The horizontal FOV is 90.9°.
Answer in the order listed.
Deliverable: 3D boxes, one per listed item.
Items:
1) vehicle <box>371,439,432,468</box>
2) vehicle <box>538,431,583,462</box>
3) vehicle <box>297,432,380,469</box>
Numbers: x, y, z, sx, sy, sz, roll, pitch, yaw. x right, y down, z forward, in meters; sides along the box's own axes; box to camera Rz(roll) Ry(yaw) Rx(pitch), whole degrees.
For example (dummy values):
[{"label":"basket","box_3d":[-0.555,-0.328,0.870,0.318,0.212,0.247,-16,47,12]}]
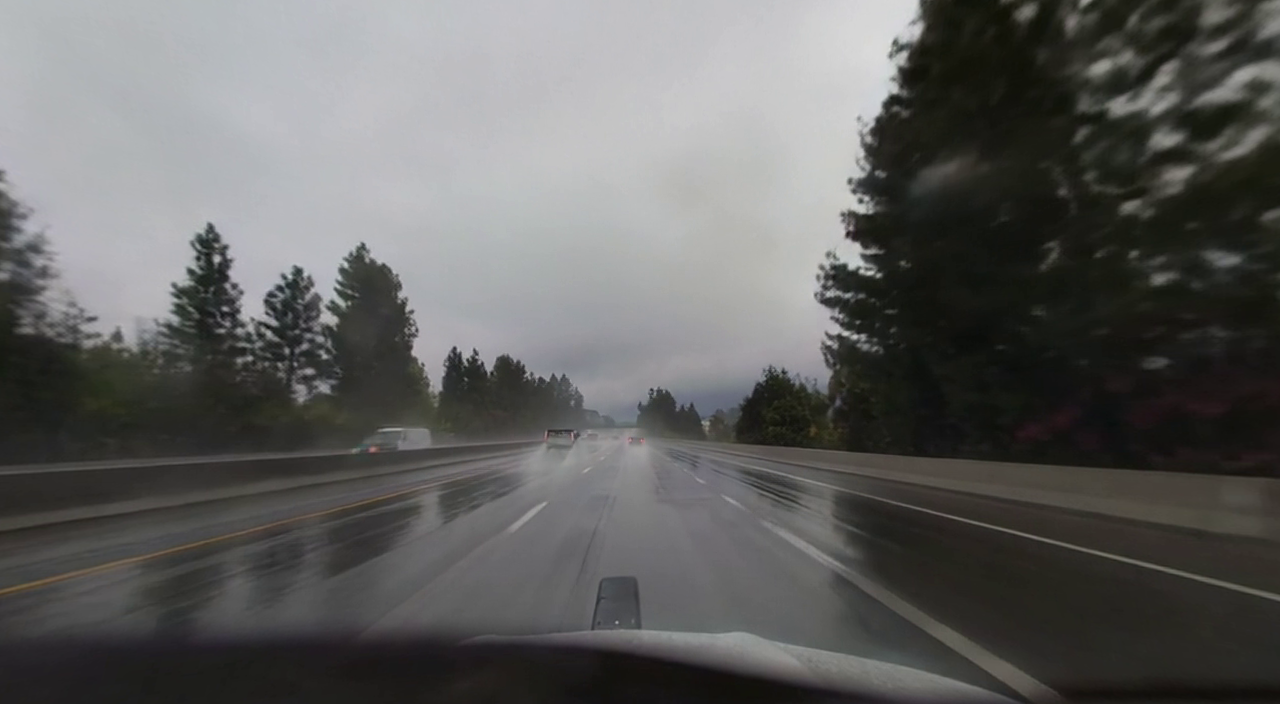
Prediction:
[{"label":"vehicle","box_3d":[-12.436,5.302,33.128,1.722,1.399,3.905,0,-8,-1]},{"label":"vehicle","box_3d":[-4.377,5.261,35.362,2.003,1.626,4.256,0,-8,-1]},{"label":"vehicle","box_3d":[-16.491,5.384,34.848,2.138,1.885,5.109,0,-8,-1]}]
